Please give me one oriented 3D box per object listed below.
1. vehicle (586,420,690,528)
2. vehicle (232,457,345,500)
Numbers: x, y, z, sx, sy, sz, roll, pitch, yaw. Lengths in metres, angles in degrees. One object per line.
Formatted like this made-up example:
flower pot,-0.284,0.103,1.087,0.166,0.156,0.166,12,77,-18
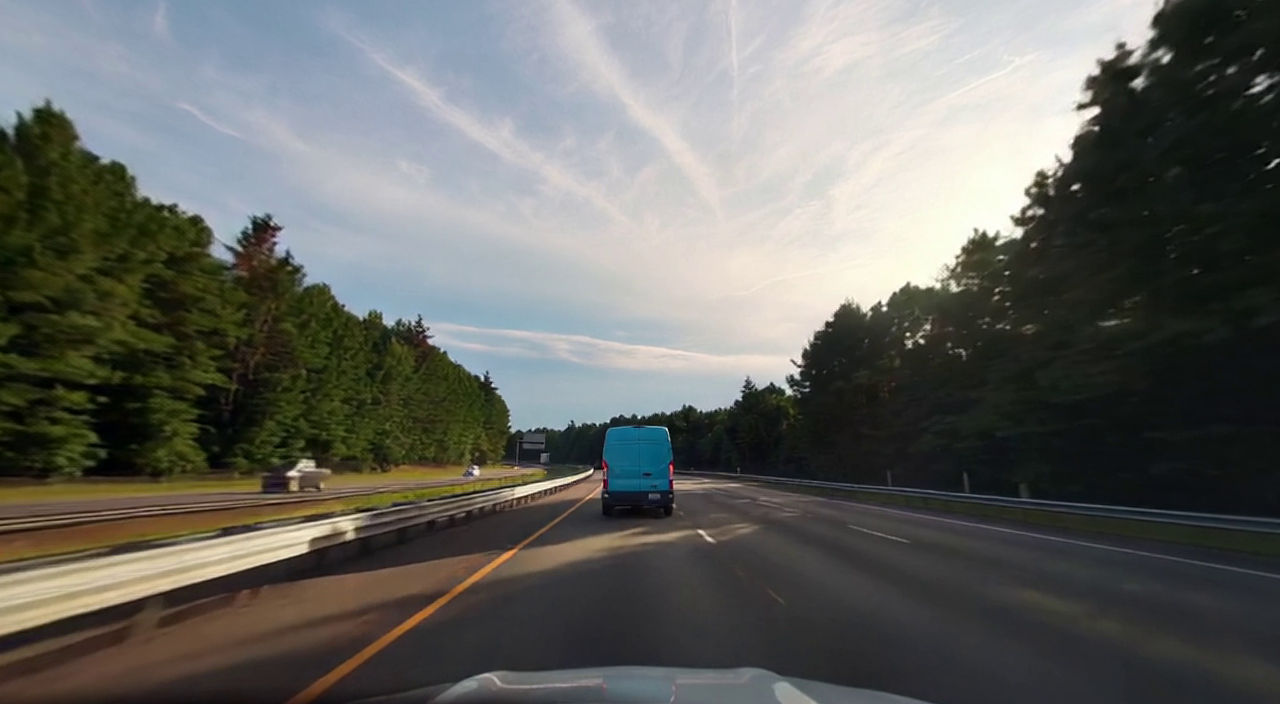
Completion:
vehicle,-0.151,3.369,17.647,2.375,2.432,6.161,1,-10,-2
vehicle,-13.733,4.986,24.996,1.940,1.512,4.590,1,-11,-2
